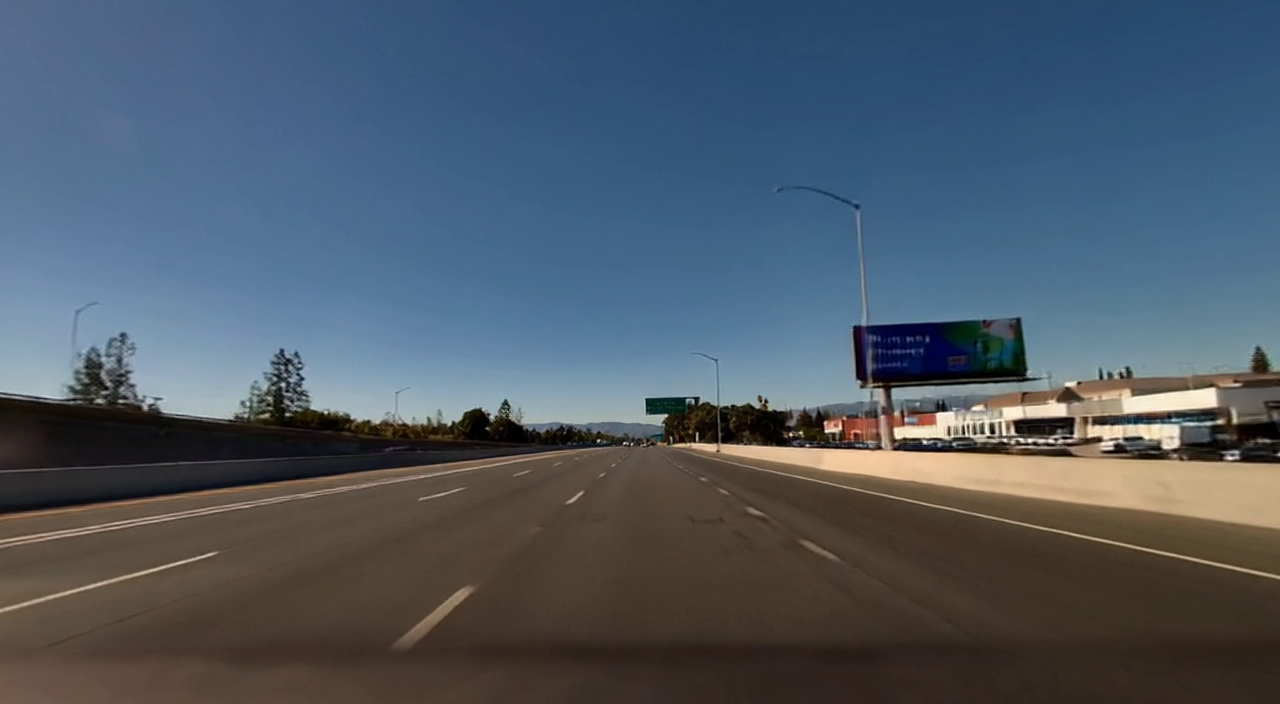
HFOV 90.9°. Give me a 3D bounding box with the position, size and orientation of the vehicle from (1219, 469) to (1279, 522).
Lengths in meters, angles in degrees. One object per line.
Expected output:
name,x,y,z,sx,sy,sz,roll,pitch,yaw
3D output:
vehicle,20.295,4.635,20.602,3.461,1.436,1.736,8,-12,-44

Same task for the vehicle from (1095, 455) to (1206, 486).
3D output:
vehicle,30.279,7.022,37.528,4.607,1.749,2.090,-1,-9,2
